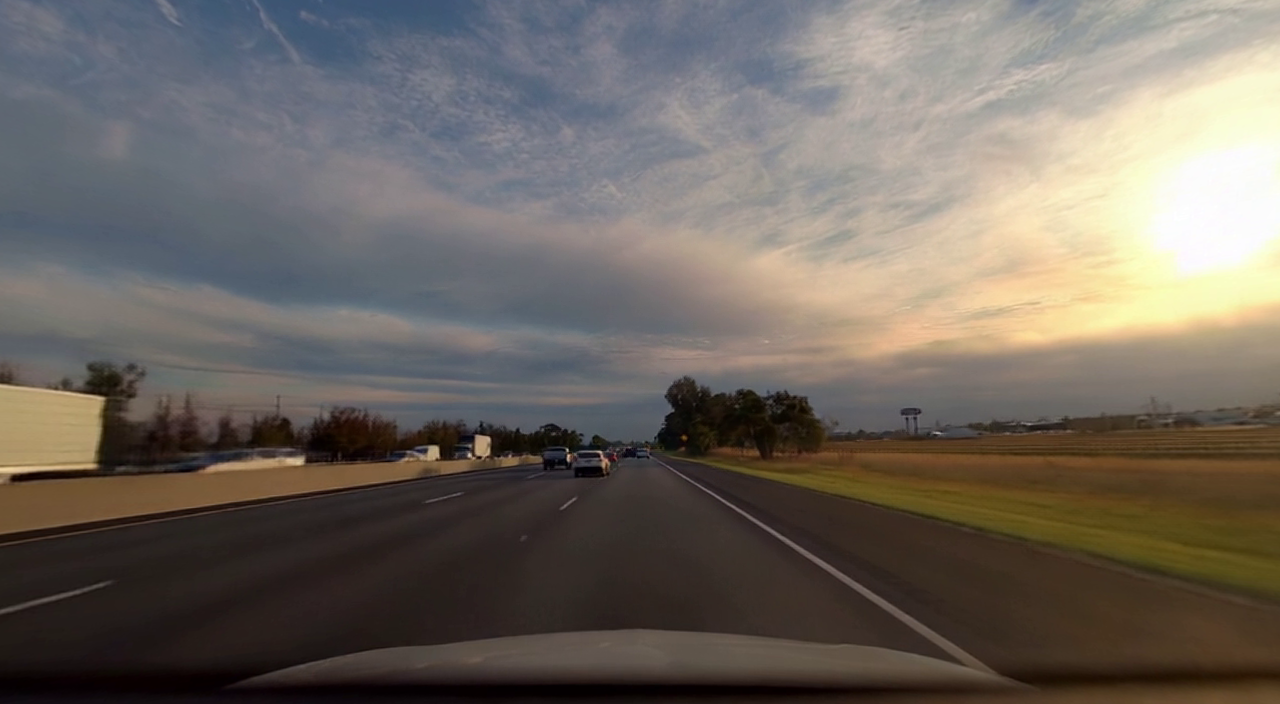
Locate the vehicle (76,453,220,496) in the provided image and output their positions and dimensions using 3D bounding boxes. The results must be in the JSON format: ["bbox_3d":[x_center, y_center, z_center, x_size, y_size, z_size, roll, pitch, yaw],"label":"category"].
[{"bbox_3d":[-19.209,4.780,24.965,2.277,1.479,4.248,0,-9,-1],"label":"vehicle"}]

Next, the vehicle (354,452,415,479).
[{"bbox_3d":[-15.215,6.761,37.867,1.889,1.449,4.242,0,-9,0],"label":"vehicle"}]

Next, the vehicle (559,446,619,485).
[{"bbox_3d":[-2.062,4.767,26.765,2.110,1.500,4.259,-1,-9,2],"label":"vehicle"}]

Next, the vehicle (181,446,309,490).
[{"bbox_3d":[-15.495,4.556,25.138,1.996,1.562,4.705,0,-9,0],"label":"vehicle"}]
